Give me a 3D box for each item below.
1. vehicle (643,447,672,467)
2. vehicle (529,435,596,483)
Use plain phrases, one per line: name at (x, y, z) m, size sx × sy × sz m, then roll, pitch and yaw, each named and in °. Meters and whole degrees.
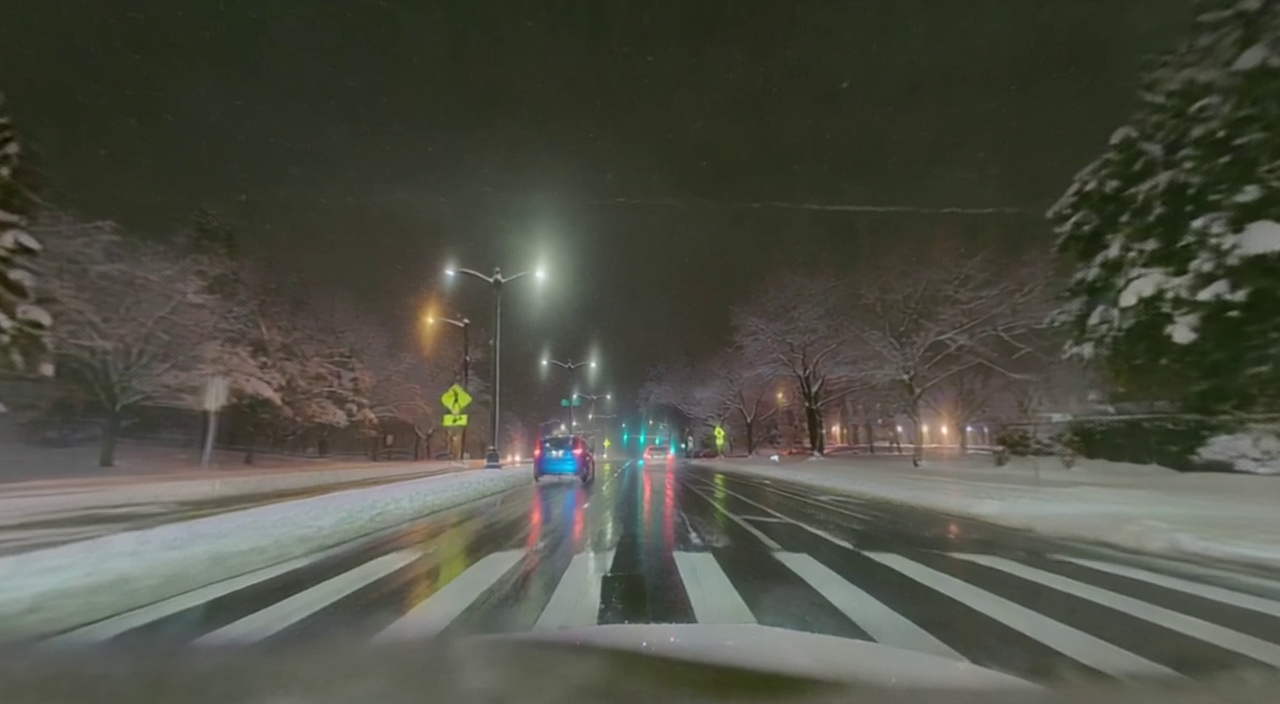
vehicle at (1.308, 7.946, 47.821) m, size 2.075 × 1.480 × 3.920 m, roll 0°, pitch -9°, yaw 0°
vehicle at (-3.128, 4.409, 26.331) m, size 2.150 × 1.812 × 4.423 m, roll 0°, pitch -9°, yaw 1°
